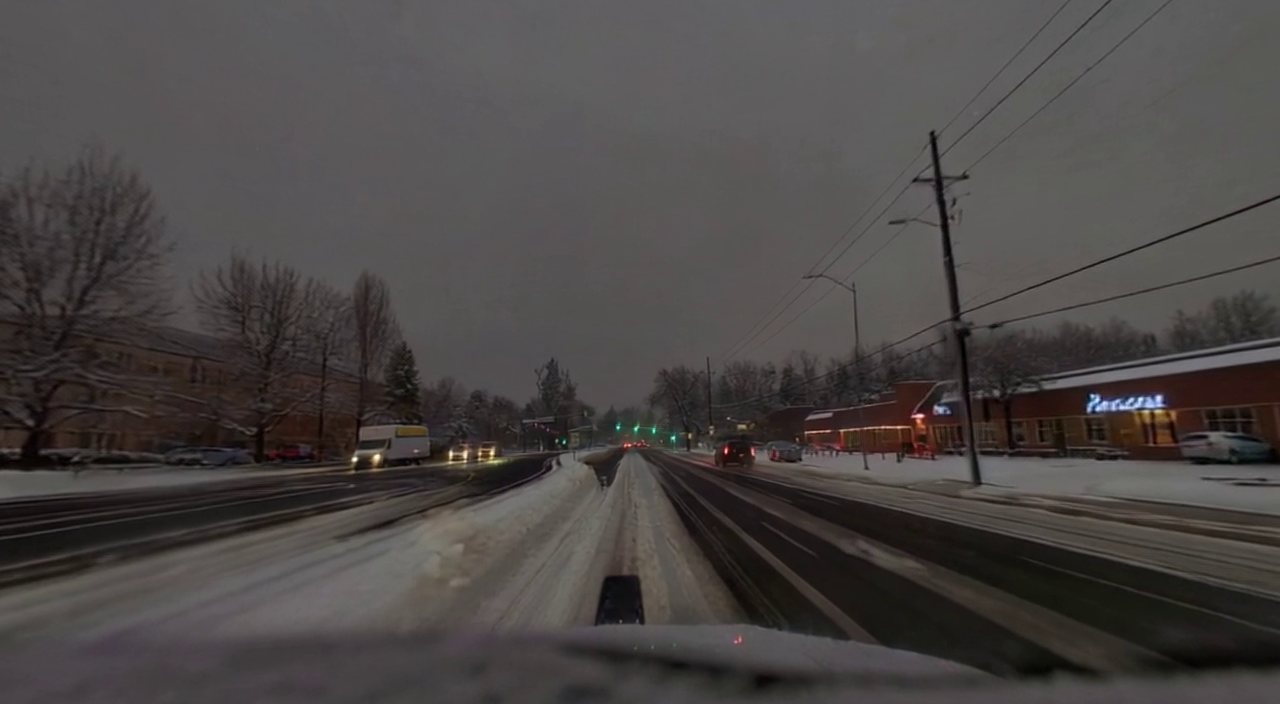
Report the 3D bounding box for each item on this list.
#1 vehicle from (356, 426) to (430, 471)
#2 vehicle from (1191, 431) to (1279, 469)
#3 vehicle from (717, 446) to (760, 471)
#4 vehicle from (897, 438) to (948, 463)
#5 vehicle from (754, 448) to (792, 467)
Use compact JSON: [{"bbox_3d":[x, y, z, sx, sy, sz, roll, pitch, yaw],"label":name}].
[{"bbox_3d":[-19.236,7.579,49.770,2.886,3.299,6.838,0,-9,1],"label":"vehicle"},{"bbox_3d":[30.392,4.847,31.264,1.860,1.716,4.675,1,-9,-2],"label":"vehicle"},{"bbox_3d":[6.132,6.669,39.836,1.916,1.437,4.327,1,-9,-2],"label":"vehicle"},{"bbox_3d":[19.884,6.925,44.584,1.815,1.643,3.746,0,-9,0],"label":"vehicle"},{"bbox_3d":[10.393,8.253,49.686,1.902,1.427,4.458,1,-9,-2],"label":"vehicle"}]
